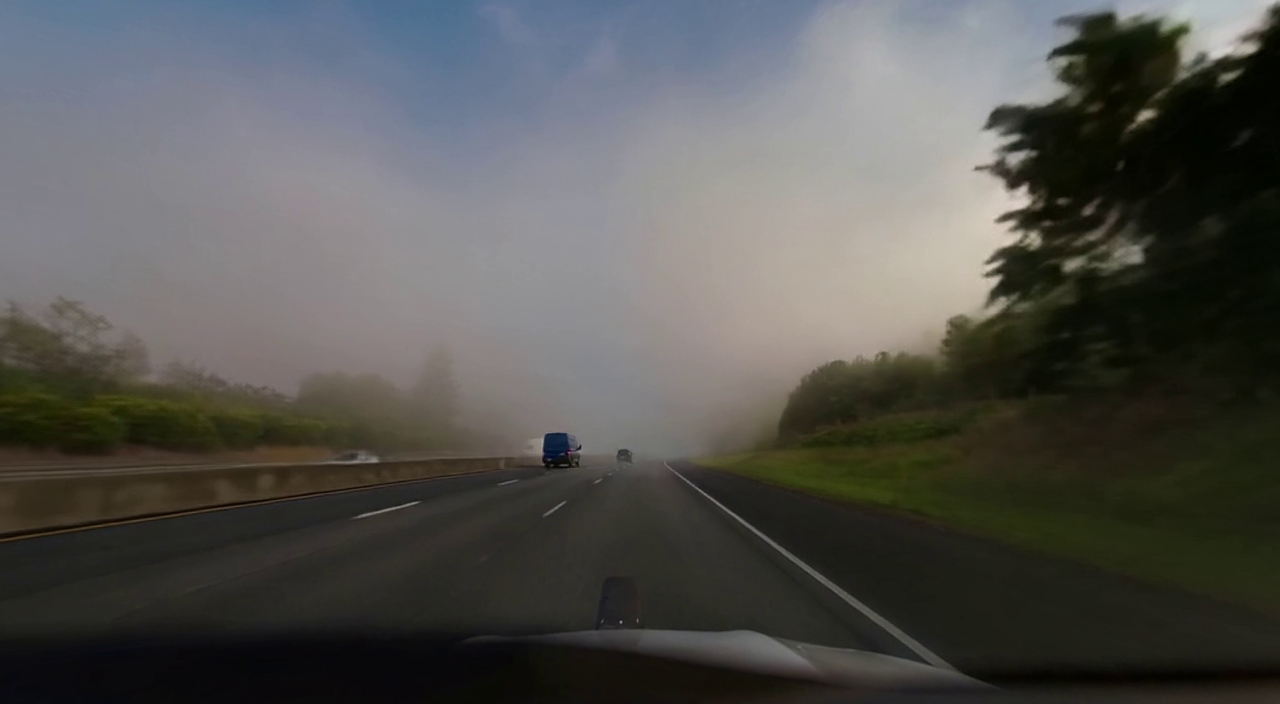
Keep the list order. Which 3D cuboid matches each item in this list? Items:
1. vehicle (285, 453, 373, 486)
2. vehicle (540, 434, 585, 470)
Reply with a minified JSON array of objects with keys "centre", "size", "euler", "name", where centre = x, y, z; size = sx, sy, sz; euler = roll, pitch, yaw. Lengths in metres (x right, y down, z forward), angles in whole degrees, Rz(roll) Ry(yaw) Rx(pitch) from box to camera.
[{"centre":[-15.105,5.703,30.983],"size":[1.928,1.463,4.691],"euler":[0,-9,0],"name":"vehicle"},{"centre":[-5.741,7.515,47.424],"size":[2.449,2.471,6.130],"euler":[-1,-9,1],"name":"vehicle"}]
